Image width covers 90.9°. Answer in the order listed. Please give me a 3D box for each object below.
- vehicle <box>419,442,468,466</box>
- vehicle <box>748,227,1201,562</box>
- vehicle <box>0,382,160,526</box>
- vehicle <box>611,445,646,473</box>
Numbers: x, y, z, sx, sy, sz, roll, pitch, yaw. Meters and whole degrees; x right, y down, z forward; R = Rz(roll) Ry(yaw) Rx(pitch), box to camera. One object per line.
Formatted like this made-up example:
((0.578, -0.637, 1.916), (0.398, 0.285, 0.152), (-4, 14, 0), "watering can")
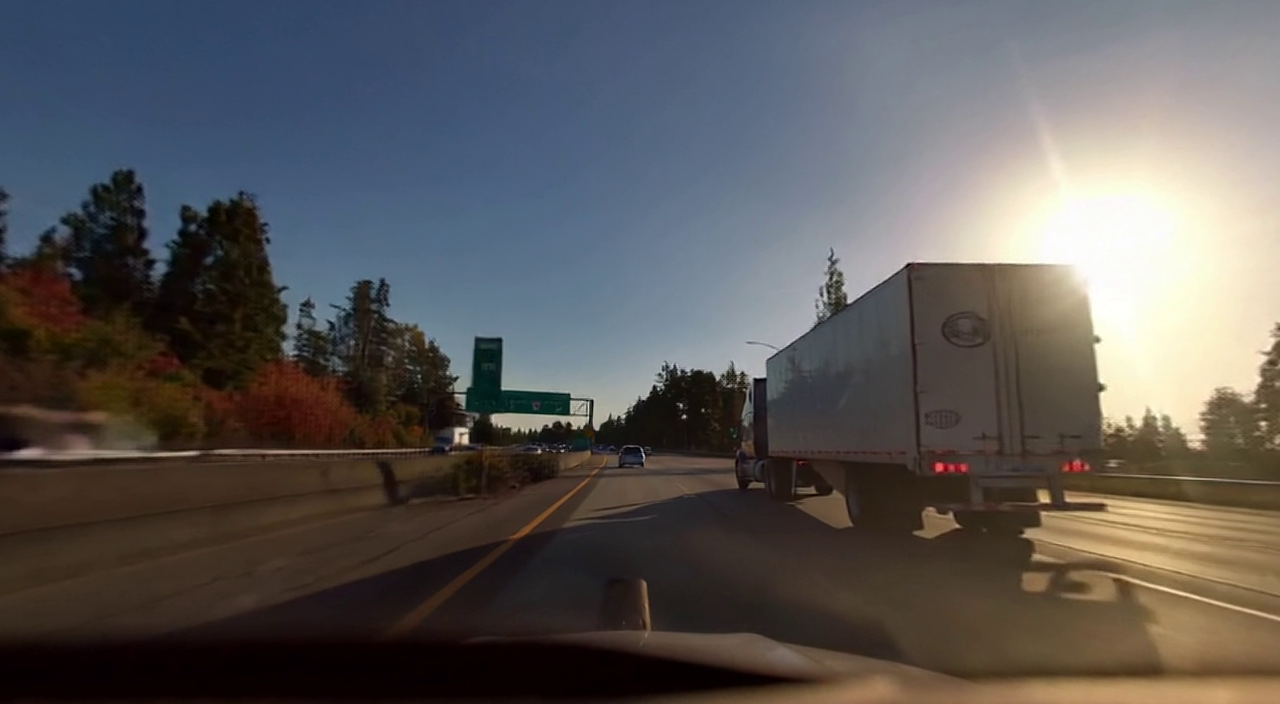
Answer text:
((-12.337, 6.449, 39.842), (1.786, 1.451, 4.104), (0, -9, -1), "vehicle")
((5.078, 1.514, 14.487), (2.890, 4.006, 14.039), (0, -9, 1), "vehicle")
((-7.904, 1.130, 6.942), (2.029, 1.527, 4.006), (0, -9, 0), "vehicle")
((-0.723, 6.698, 39.585), (2.111, 1.599, 3.859), (0, -9, -1), "vehicle")
